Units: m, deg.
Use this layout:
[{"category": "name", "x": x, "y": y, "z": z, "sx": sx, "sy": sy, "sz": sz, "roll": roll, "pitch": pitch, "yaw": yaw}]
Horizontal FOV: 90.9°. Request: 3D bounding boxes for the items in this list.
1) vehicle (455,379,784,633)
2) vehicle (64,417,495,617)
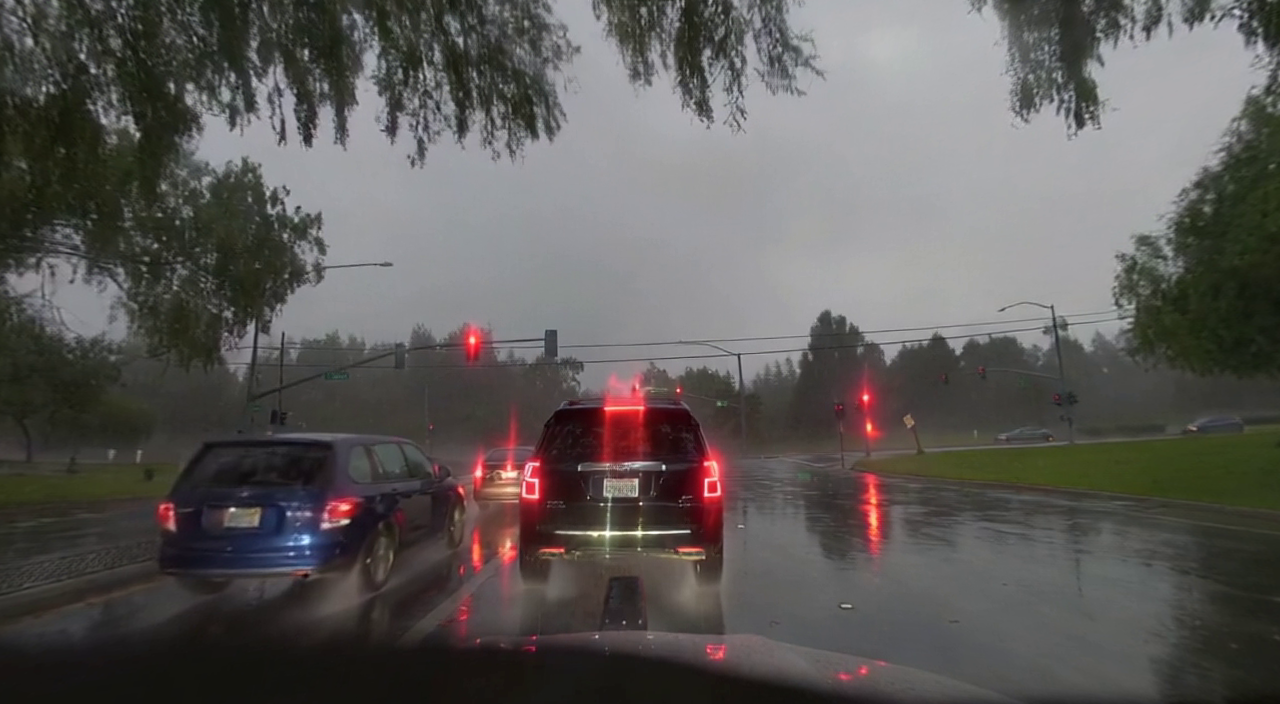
[{"category": "vehicle", "x": -0.169, "y": 1.380, "z": 6.573, "sx": 2.298, "sy": 1.770, "sz": 4.138, "roll": 0, "pitch": -8, "yaw": -1}, {"category": "vehicle", "x": -3.333, "y": 1.636, "z": 7.425, "sx": 2.061, "sy": 1.504, "sz": 5.142, "roll": 0, "pitch": -8, "yaw": 0}]
